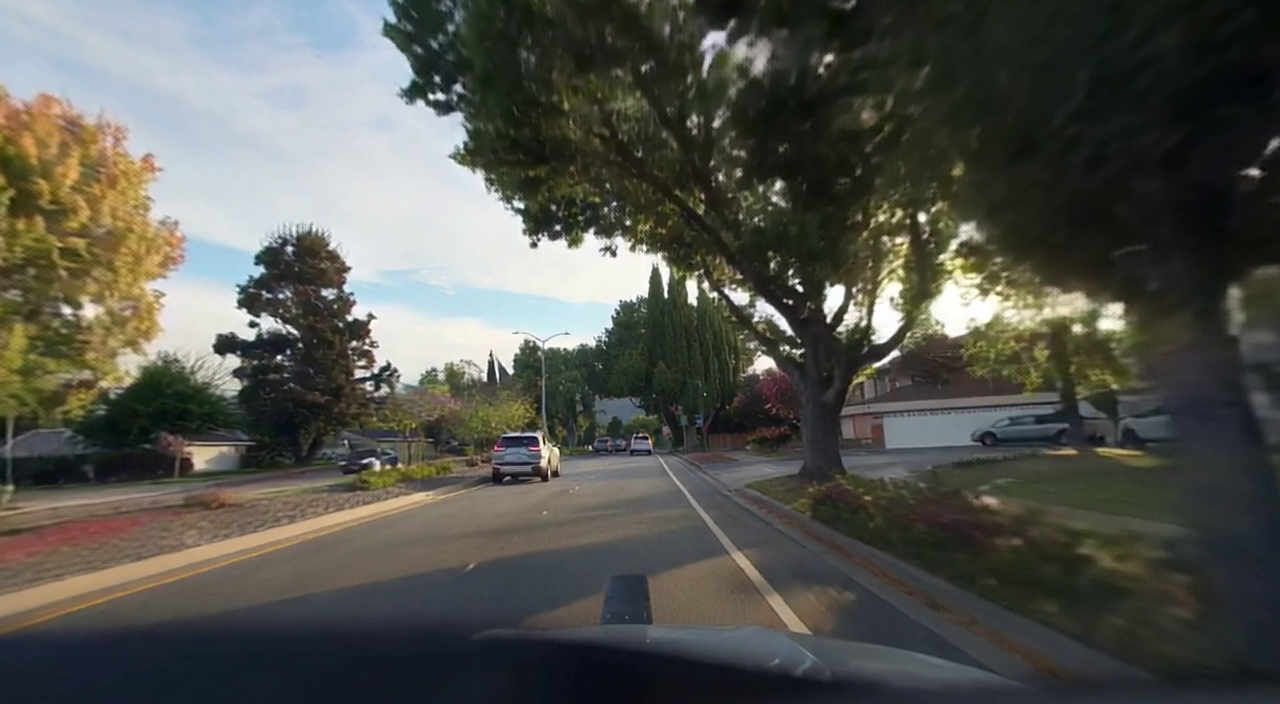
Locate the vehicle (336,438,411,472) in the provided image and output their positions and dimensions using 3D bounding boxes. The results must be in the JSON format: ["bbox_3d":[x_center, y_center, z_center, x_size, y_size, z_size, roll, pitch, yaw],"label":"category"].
[{"bbox_3d":[-15.312,5.945,36.600,2.008,1.801,5.285,0,-8,0],"label":"vehicle"}]

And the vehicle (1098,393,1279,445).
[{"bbox_3d":[17.745,2.293,20.778,1.939,1.477,5.129,-1,-8,7],"label":"vehicle"}]

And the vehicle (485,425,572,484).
[{"bbox_3d":[-3.633,3.440,21.386,2.073,1.770,4.302,0,-8,1],"label":"vehicle"}]
